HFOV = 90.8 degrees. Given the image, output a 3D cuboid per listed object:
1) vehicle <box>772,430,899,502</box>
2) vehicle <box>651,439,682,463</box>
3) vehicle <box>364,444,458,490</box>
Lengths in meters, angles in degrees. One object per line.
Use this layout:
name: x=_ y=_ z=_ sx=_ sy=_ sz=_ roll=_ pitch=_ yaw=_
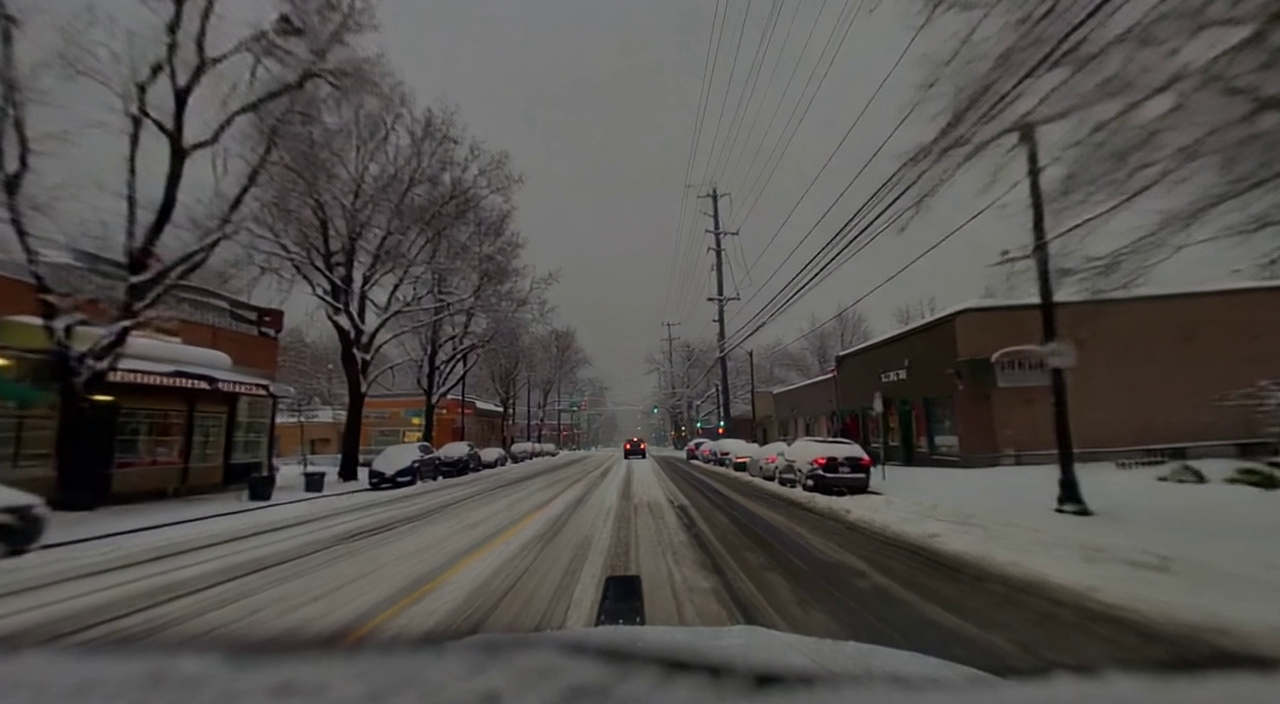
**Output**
vehicle: x=5.525 y=3.285 z=18.688 sx=2.042 sy=1.787 sz=5.110 roll=0 pitch=-8 yaw=-1
vehicle: x=1.852 y=7.060 z=45.032 sx=1.998 sy=1.580 sz=4.015 roll=0 pitch=-8 yaw=-1
vehicle: x=-10.011 y=5.038 z=28.185 sx=2.081 sy=1.819 sz=5.607 roll=0 pitch=-8 yaw=0
